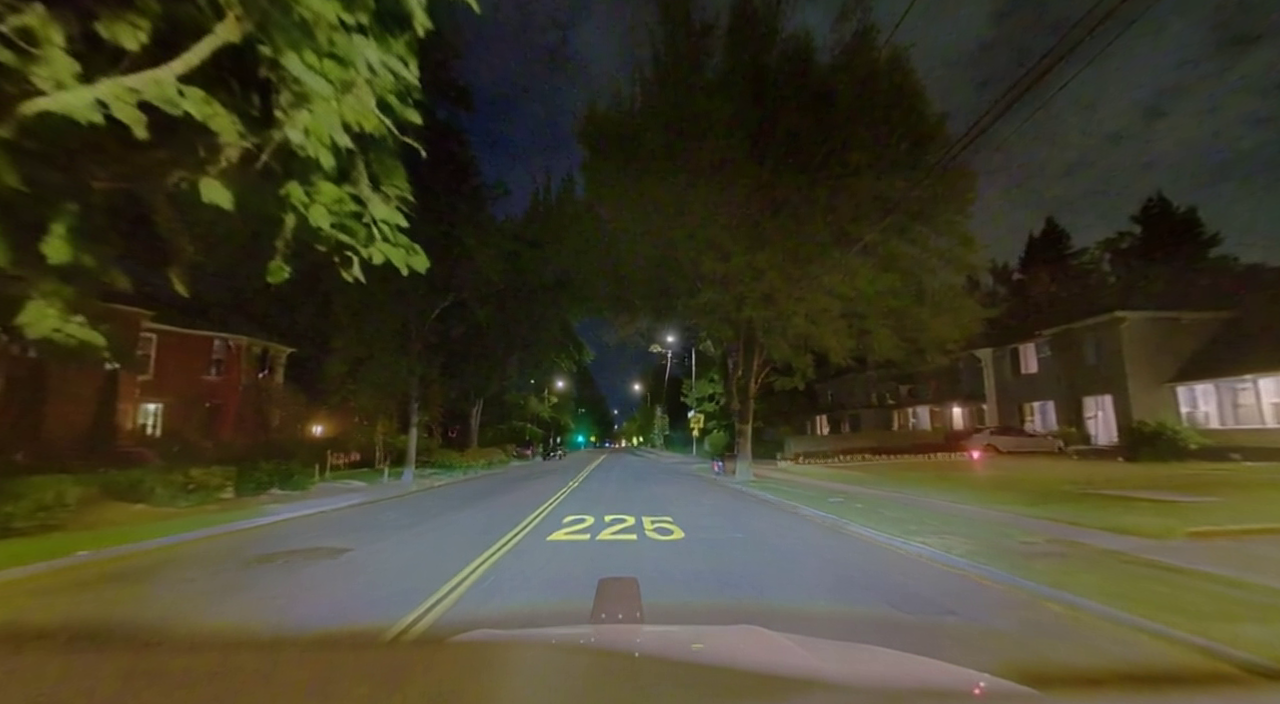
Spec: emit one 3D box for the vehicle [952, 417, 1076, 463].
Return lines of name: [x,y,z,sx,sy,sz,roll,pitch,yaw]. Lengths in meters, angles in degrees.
vehicle: [15.233,3.565,25.726,4.426,1.704,2.219,4,-9,-27]

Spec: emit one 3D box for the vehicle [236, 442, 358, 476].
vehicle: [-15.461,4.824,28.678,4.388,1.449,1.882,0,-9,-3]

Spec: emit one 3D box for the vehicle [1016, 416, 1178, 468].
vehicle: [15.841,3.131,22.051,4.198,1.697,1.984,1,-9,-5]
